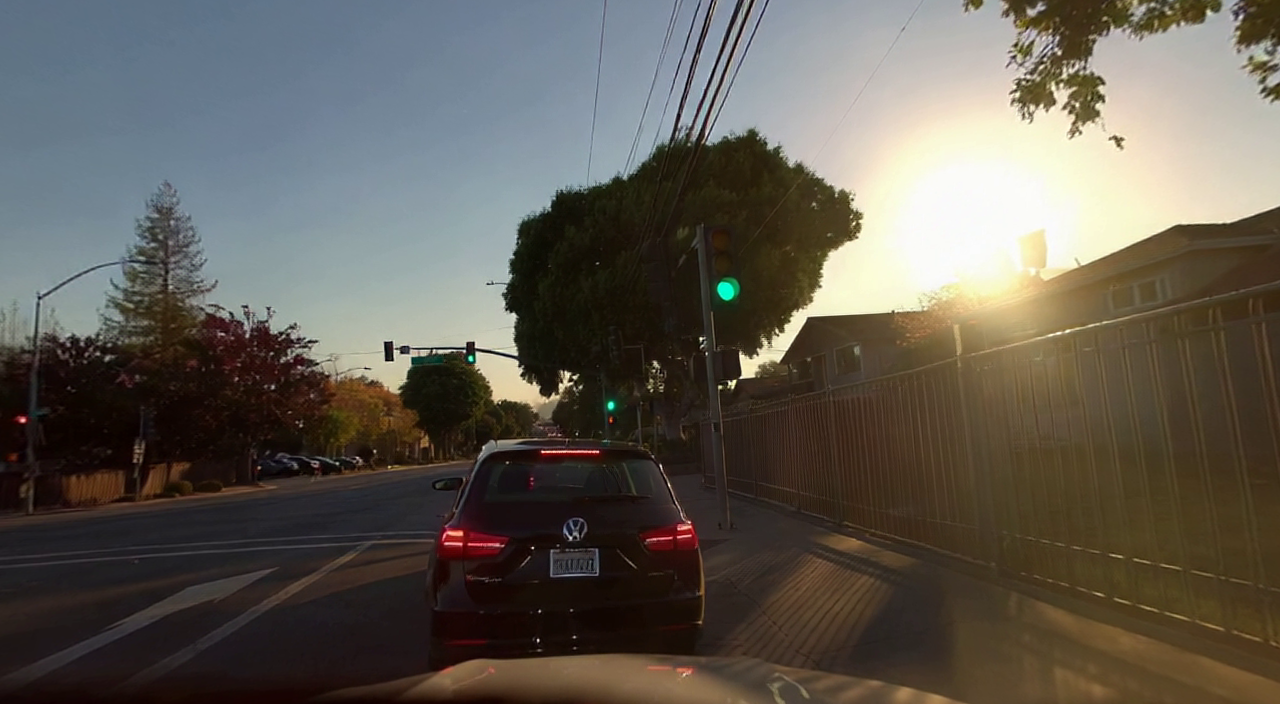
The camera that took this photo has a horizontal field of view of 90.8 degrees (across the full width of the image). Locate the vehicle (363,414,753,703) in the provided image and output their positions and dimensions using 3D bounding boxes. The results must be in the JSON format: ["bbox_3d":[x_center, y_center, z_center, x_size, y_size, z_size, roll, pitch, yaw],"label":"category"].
[{"bbox_3d":[-0.680,1.362,5.216,2.024,1.502,3.702,1,-9,-9],"label":"vehicle"}]
